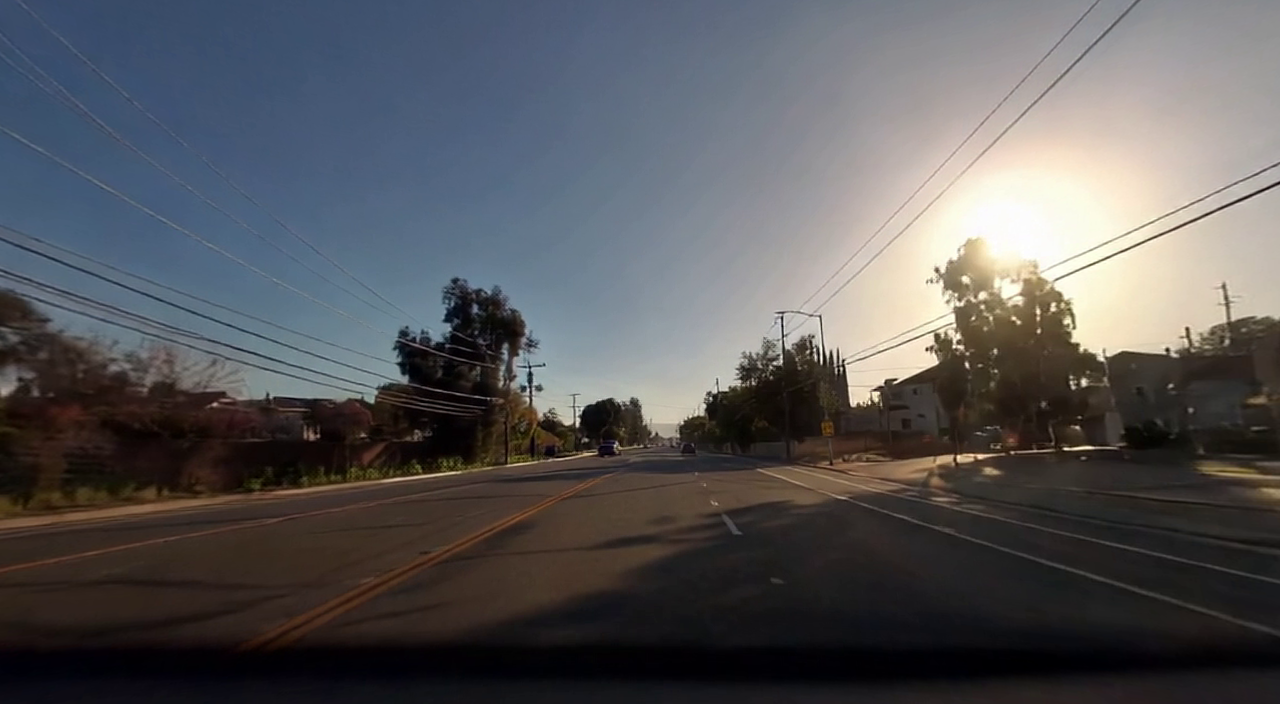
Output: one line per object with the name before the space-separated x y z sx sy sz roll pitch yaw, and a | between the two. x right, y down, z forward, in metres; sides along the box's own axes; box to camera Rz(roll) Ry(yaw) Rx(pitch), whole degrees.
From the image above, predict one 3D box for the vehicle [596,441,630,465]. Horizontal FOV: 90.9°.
vehicle | -2.061 7.842 49.009 2.107 1.697 4.736 -1 -9 4
